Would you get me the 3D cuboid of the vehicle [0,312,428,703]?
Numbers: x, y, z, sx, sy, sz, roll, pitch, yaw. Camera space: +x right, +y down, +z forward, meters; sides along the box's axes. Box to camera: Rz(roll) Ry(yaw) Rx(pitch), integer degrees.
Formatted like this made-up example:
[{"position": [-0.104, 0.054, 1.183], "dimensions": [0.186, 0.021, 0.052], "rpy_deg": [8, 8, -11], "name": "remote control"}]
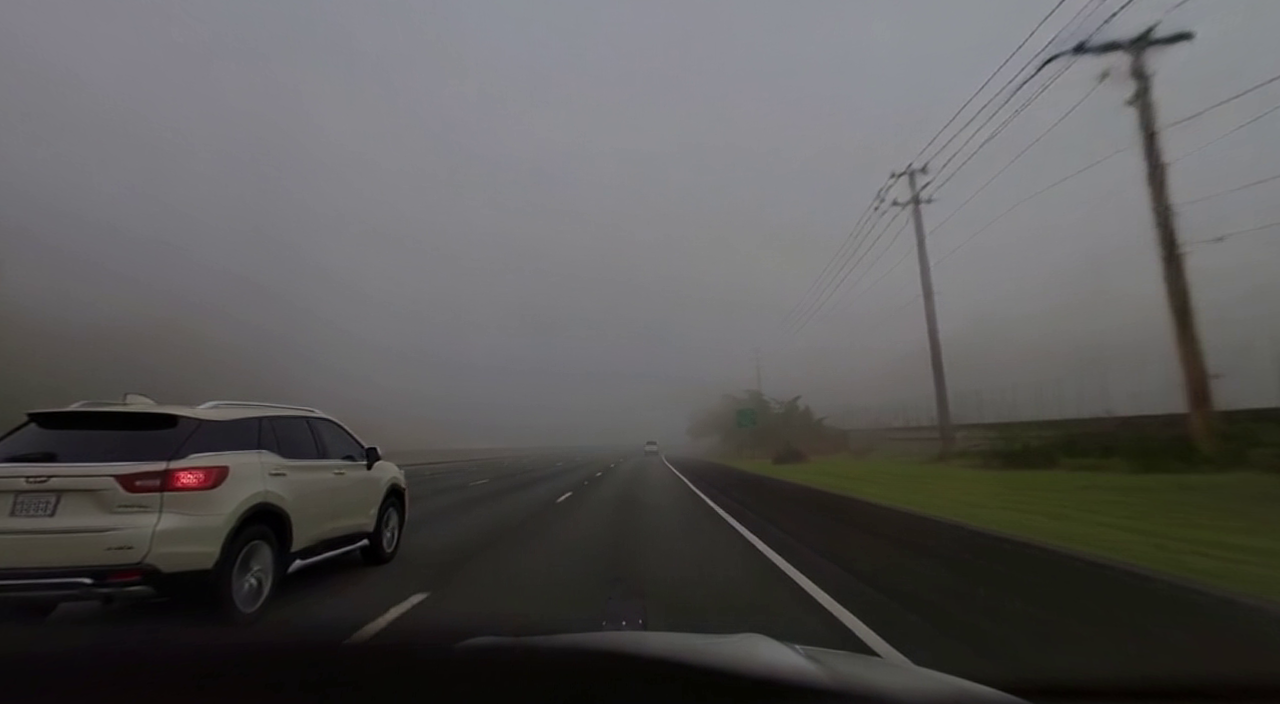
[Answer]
[{"position": [-3.832, 1.151, 5.455], "dimensions": [2.136, 1.975, 5.037], "rpy_deg": [0, -8, 1], "name": "vehicle"}]
